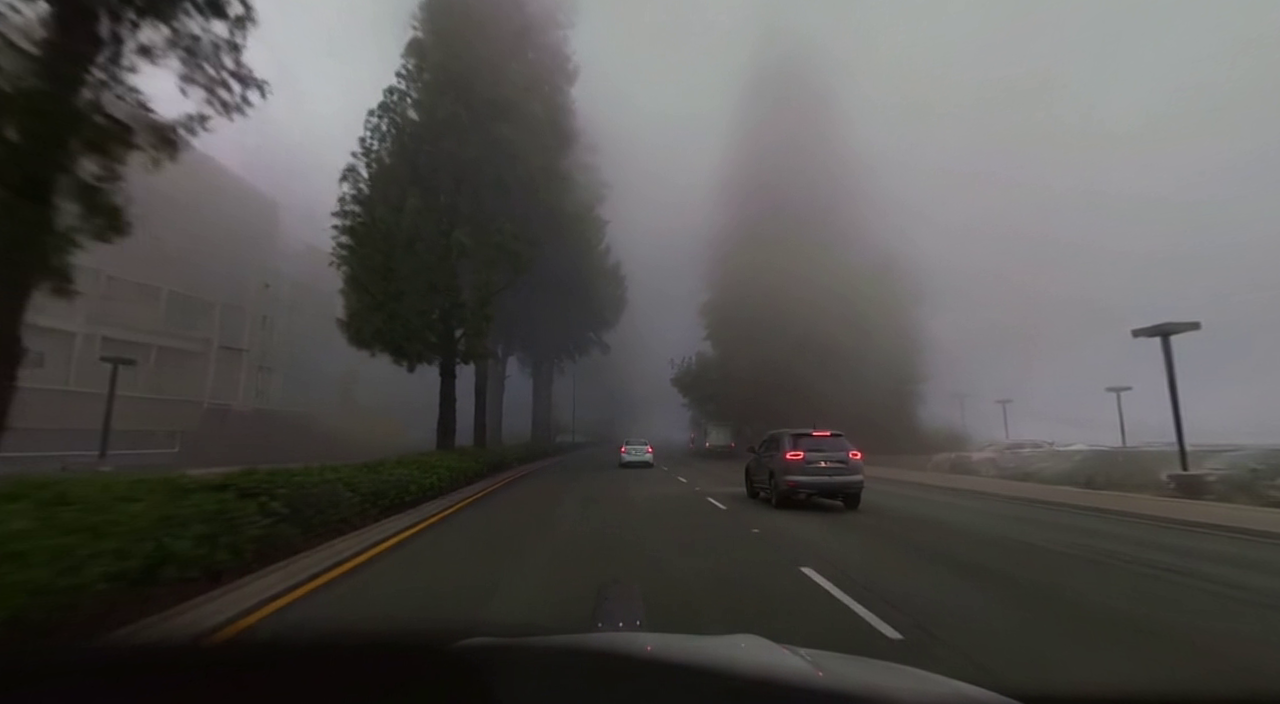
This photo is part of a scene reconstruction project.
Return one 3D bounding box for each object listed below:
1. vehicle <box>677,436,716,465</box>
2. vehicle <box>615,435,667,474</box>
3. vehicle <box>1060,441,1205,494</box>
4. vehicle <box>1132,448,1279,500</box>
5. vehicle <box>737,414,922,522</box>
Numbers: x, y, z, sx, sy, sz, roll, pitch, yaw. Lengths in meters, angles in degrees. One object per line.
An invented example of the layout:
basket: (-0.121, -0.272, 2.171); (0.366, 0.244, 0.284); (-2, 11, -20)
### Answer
vehicle: (3.506, 6.205, 39.778); (1.976, 1.725, 4.159); (0, -9, -1)
vehicle: (-0.005, 4.493, 27.777); (2.145, 1.572, 4.021); (0, -9, -1)
vehicle: (17.420, 4.070, 22.368); (4.369, 1.689, 2.230); (5, -11, -26)
vehicle: (17.468, 3.706, 19.524); (3.922, 1.444, 1.834); (4, -10, -25)
vehicle: (3.571, 2.328, 13.143); (2.235, 1.806, 4.818); (0, -9, -1)
